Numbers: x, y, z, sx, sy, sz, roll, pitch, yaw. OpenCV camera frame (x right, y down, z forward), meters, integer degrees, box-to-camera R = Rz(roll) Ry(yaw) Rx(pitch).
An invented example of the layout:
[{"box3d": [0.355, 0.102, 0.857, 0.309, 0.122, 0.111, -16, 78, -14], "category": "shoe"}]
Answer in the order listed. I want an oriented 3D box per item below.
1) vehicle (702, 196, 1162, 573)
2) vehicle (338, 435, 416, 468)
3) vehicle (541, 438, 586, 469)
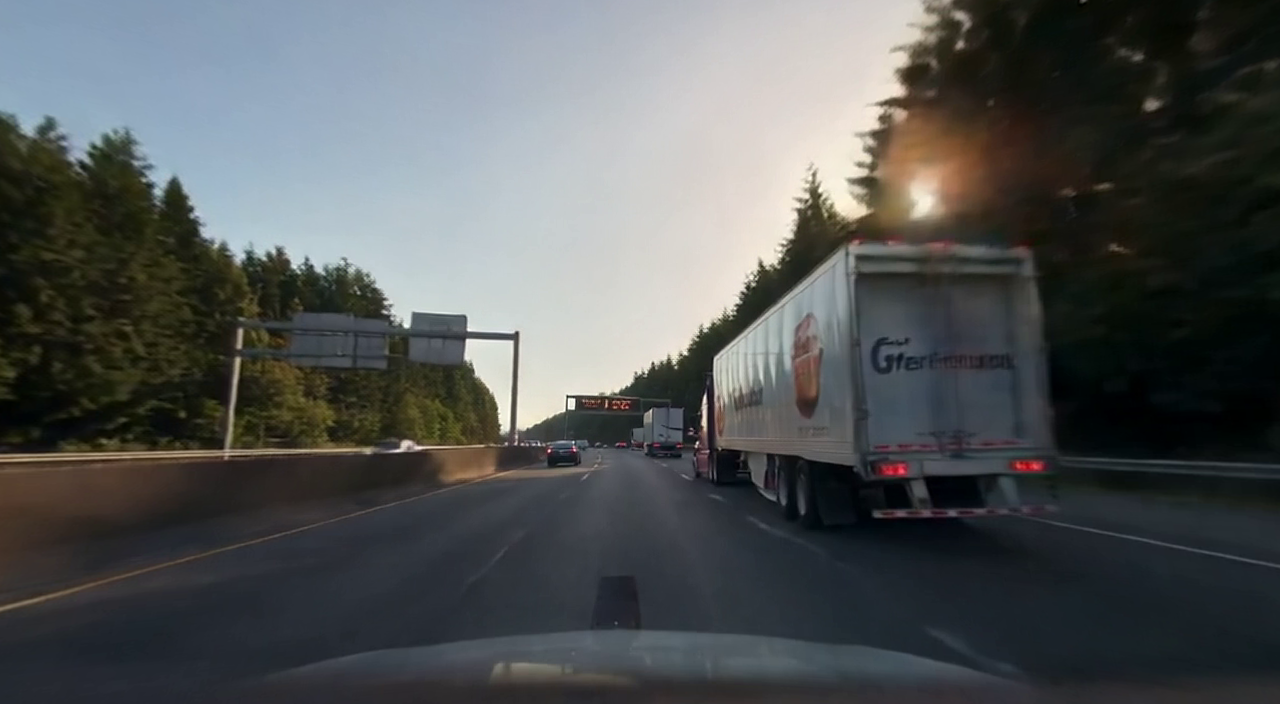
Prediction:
[{"box3d": [3.694, 1.178, 13.228, 2.948, 4.045, 13.051, 0, -8, -2], "category": "vehicle"}, {"box3d": [-12.691, 4.832, 30.729, 2.003, 1.478, 4.416, 0, -8, -2], "category": "vehicle"}, {"box3d": [-4.330, 5.798, 36.282, 2.206, 1.644, 4.027, 0, -8, -2], "category": "vehicle"}]
